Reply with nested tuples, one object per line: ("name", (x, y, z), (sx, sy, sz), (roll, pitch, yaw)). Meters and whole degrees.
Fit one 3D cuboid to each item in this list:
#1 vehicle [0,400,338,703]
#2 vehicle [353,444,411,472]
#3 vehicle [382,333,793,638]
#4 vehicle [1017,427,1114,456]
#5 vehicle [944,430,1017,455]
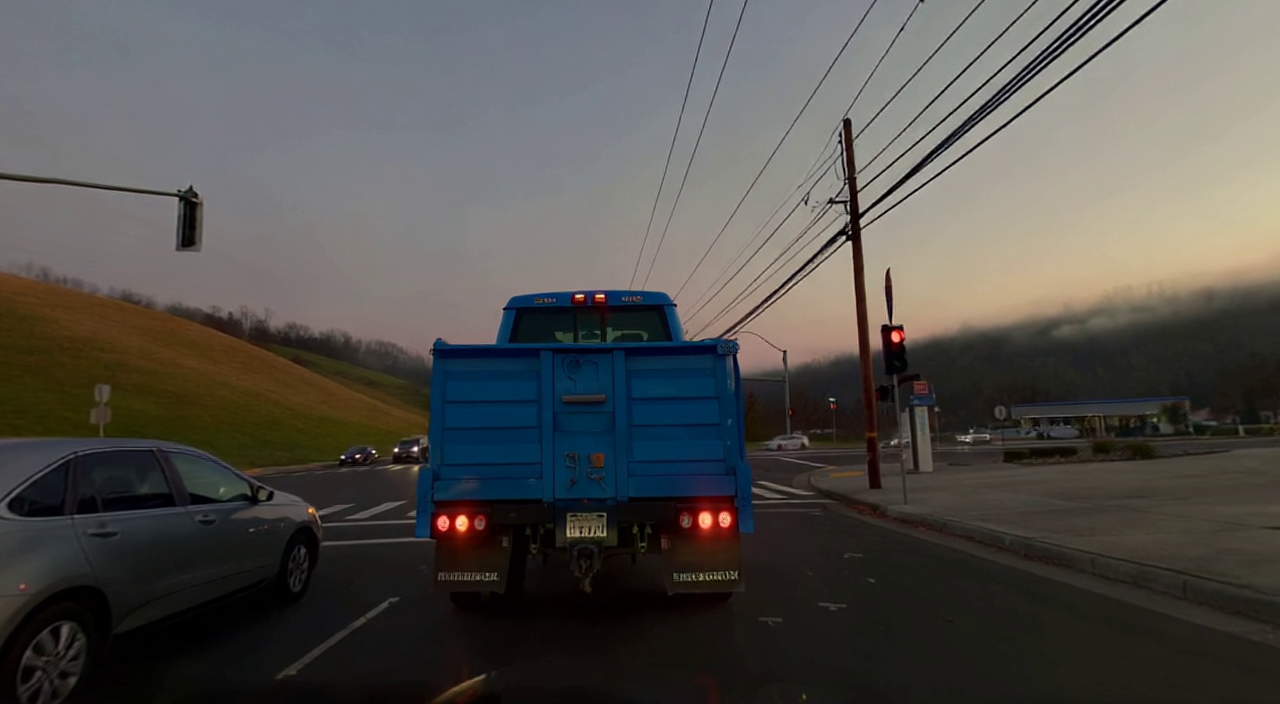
("vehicle", (-3.957, 1.191, 3.985), (2.017, 1.555, 4.150), (-1, -9, 0))
("vehicle", (-17.099, 7.024, 41.922), (2.133, 1.690, 4.331), (0, -9, -3))
("vehicle", (-0.418, 1.326, 7.211), (2.859, 2.144, 5.406), (0, -9, -1))
("vehicle", (25.582, 5.405, 37.919), (4.419, 1.496, 1.854), (-2, -9, 1))
("vehicle", (25.450, 6.772, 47.035), (5.021, 1.757, 2.012), (4, -9, -23))
